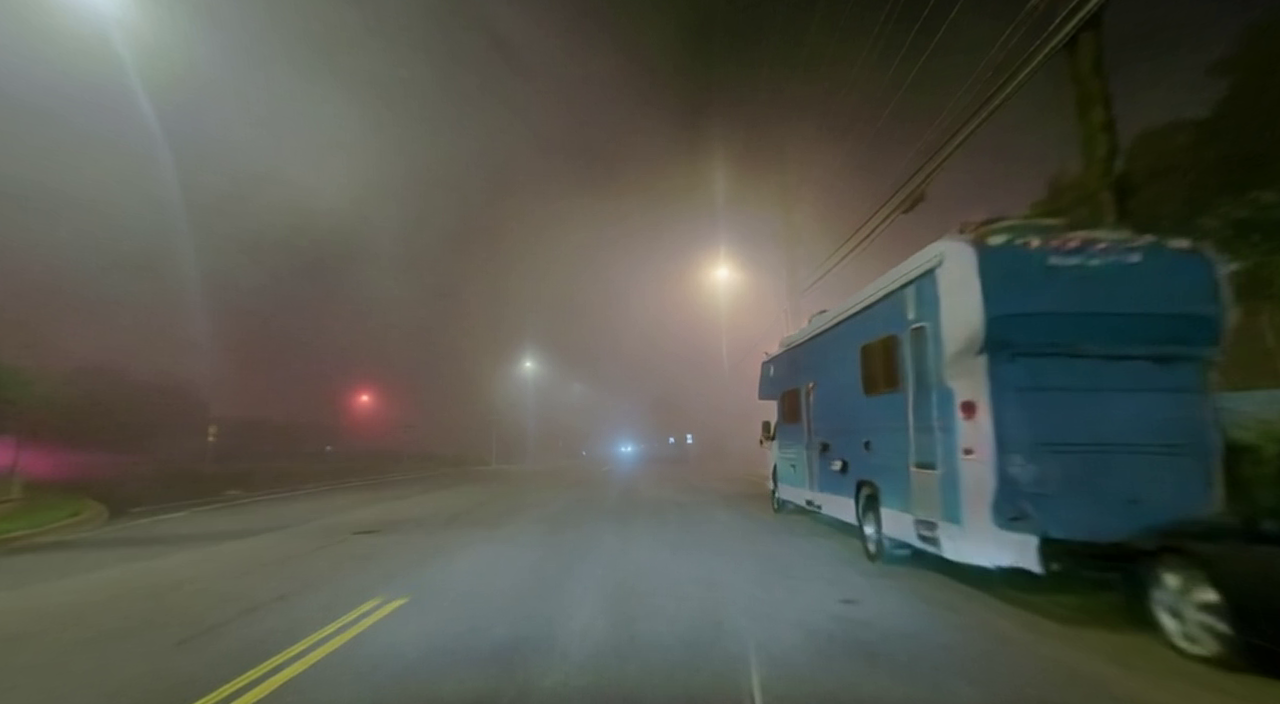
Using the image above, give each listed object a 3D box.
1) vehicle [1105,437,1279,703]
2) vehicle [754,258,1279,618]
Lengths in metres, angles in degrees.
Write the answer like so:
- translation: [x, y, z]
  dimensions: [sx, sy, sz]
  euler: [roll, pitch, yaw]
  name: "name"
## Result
- translation: [4.432, 1.109, 2.770]
  dimensions: [1.852, 1.497, 3.672]
  euler: [-2, -9, -2]
  name: "vehicle"
- translation: [4.254, 1.378, 10.105]
  dimensions: [3.110, 3.241, 8.788]
  euler: [0, -9, -1]
  name: "vehicle"
